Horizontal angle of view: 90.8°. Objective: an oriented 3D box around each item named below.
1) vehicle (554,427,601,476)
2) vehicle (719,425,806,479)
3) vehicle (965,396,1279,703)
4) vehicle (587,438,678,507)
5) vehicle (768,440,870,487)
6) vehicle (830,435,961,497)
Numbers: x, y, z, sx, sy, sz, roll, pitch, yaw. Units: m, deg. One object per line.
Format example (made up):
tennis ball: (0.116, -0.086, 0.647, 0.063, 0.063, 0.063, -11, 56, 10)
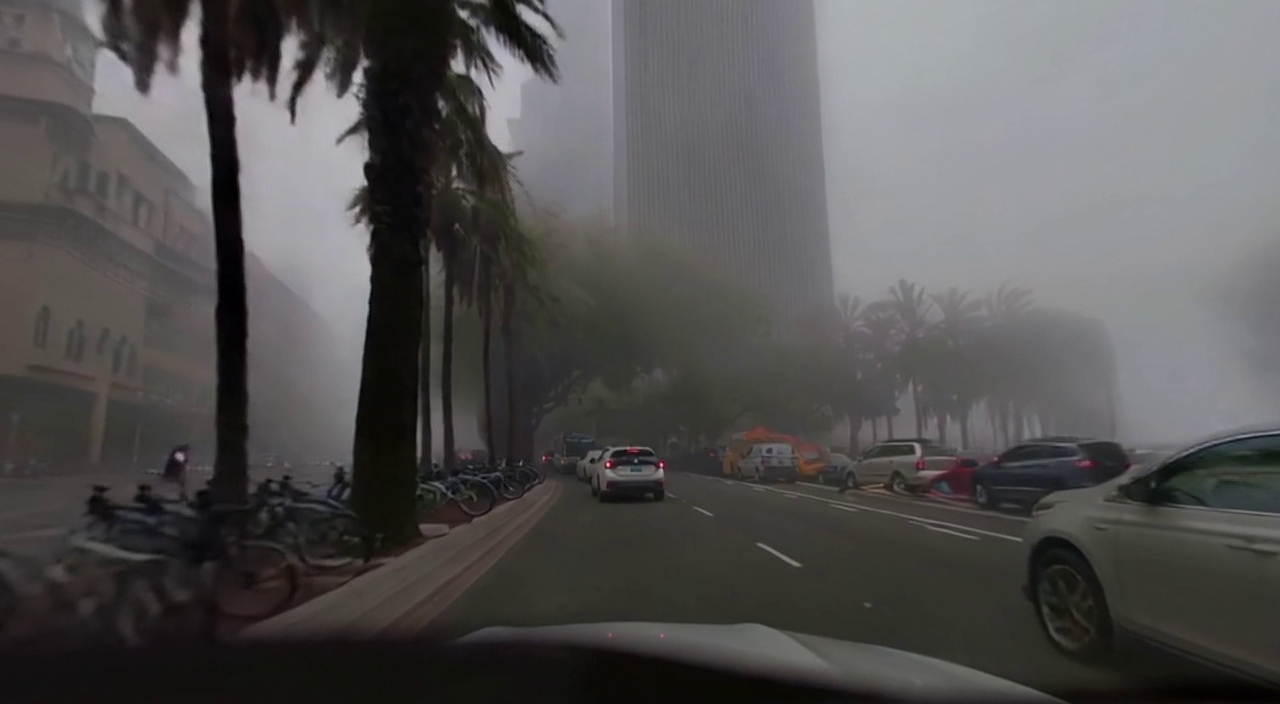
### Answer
vehicle: (-4.135, 6.409, 40.868, 2.400, 2.872, 6.053, 2, -9, -12)
vehicle: (5.954, 5.020, 31.656, 2.377, 2.429, 5.532, 1, -9, -10)
vehicle: (3.568, 0.899, 2.299, 2.116, 1.500, 4.702, 0, -9, -2)
vehicle: (-0.334, 3.167, 17.017, 2.111, 1.605, 3.832, 1, -9, -6)
vehicle: (6.917, 4.367, 25.066, 1.945, 1.623, 5.013, 1, -9, -8)
vehicle: (7.640, 3.449, 19.425, 1.860, 1.684, 4.211, 1, -9, -6)
